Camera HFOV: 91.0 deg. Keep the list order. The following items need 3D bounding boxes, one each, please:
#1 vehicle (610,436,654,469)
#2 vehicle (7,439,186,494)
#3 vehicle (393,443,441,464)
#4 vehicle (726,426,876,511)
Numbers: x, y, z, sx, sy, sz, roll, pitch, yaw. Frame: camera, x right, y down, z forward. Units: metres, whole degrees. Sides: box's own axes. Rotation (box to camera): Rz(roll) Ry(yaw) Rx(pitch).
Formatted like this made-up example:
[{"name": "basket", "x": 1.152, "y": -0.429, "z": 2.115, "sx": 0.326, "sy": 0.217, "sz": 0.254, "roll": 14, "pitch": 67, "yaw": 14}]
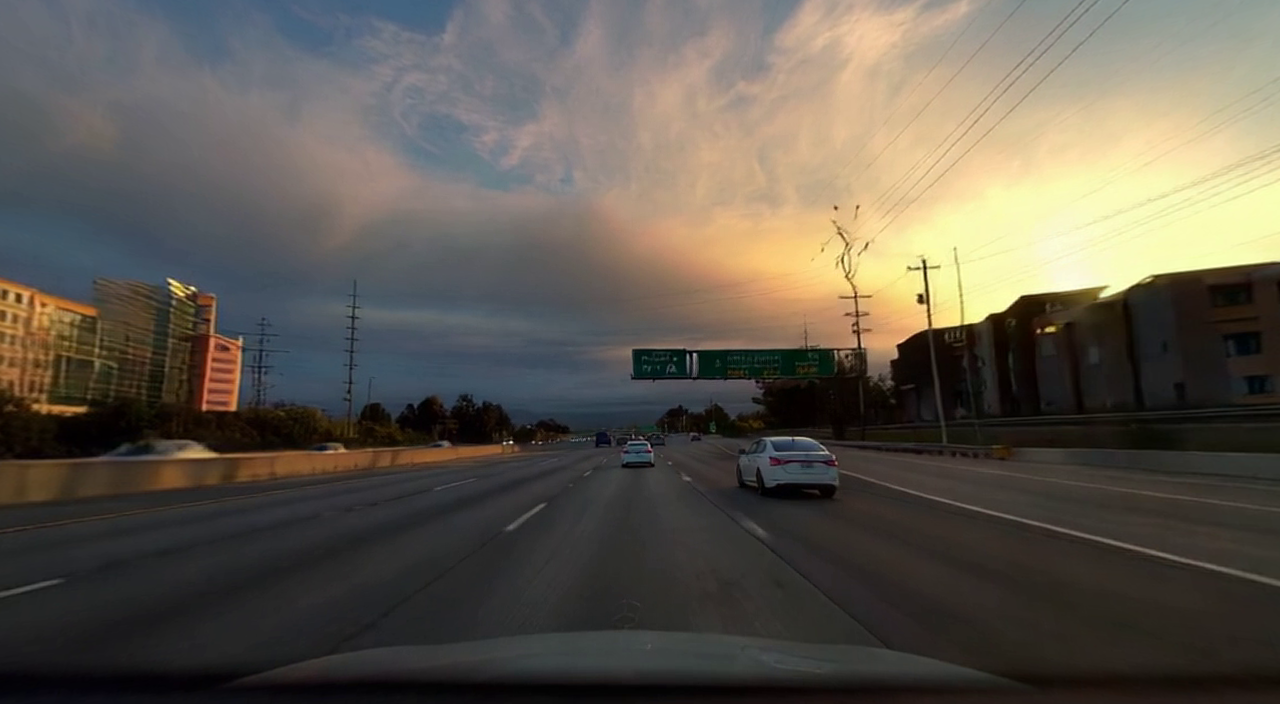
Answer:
[{"name": "vehicle", "x": -0.405, "y": 4.879, "z": 30.660, "sx": 2.019, "sy": 1.472, "sz": 3.971, "roll": 0, "pitch": -8, "yaw": -1}, {"name": "vehicle", "x": -16.657, "y": 3.498, "z": 19.647, "sx": 1.794, "sy": 1.492, "sz": 4.245, "roll": 0, "pitch": -8, "yaw": -1}, {"name": "vehicle", "x": -16.949, "y": 7.705, "z": 48.044, "sx": 1.912, "sy": 1.492, "sz": 4.608, "roll": 0, "pitch": -8, "yaw": 0}, {"name": "vehicle", "x": 3.272, "y": 2.472, "z": 13.867, "sx": 1.995, "sy": 1.533, "sz": 4.463, "roll": 0, "pitch": -8, "yaw": -2}]
